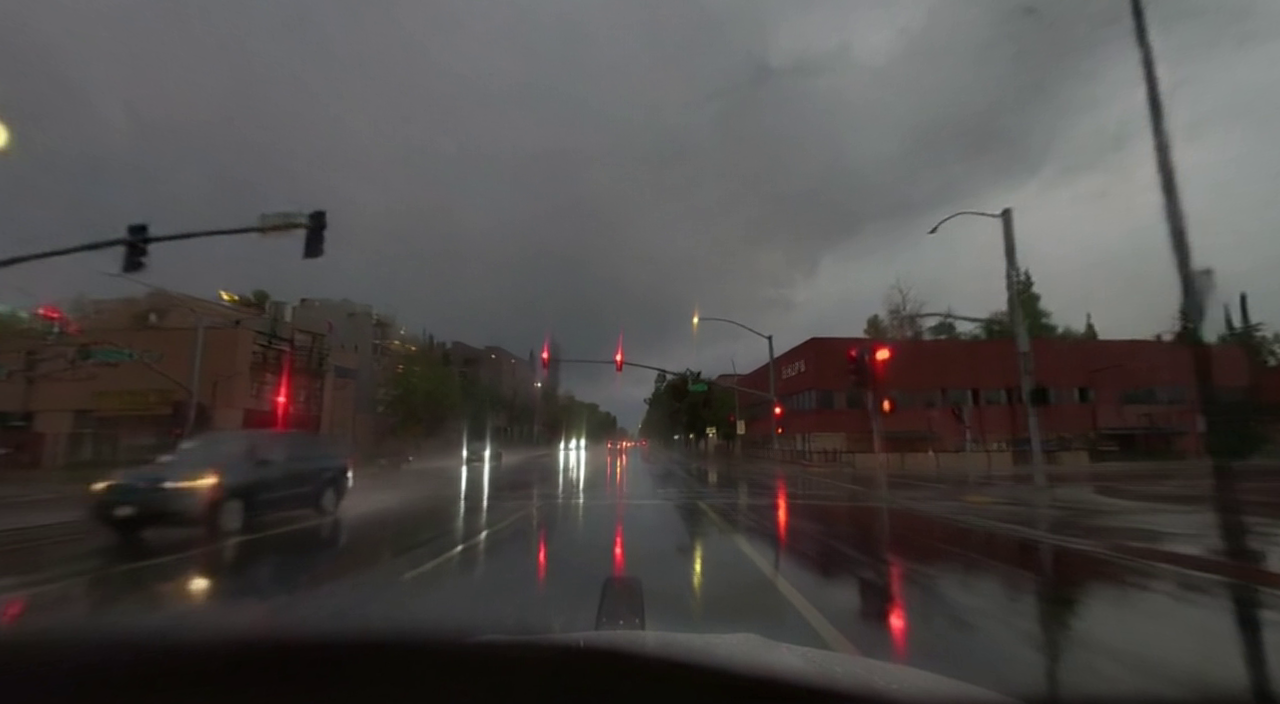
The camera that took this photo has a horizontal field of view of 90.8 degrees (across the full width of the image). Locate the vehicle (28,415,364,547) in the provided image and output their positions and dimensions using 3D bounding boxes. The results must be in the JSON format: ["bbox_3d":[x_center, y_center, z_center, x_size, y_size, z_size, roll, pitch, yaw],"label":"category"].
[{"bbox_3d":[-6.864,2.040,10.627,2.262,1.708,4.466,0,-9,2],"label":"vehicle"}]

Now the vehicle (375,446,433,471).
[{"bbox_3d":[-14.542,6.581,39.157,1.847,1.453,4.286,0,-9,2],"label":"vehicle"}]

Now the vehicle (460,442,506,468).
[{"bbox_3d":[-10.787,7.093,43.679,1.893,1.654,4.127,0,-9,2],"label":"vehicle"}]
